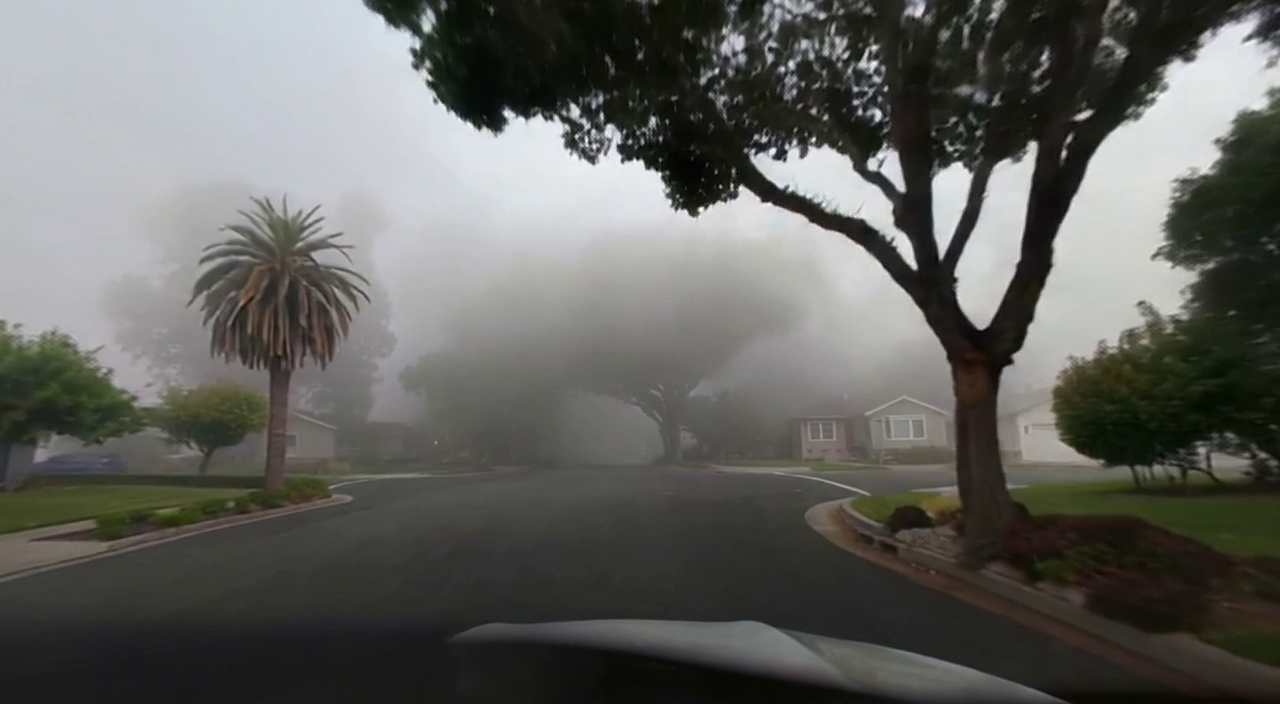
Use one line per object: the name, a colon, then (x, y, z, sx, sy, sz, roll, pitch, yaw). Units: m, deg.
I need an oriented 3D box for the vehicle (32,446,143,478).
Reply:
vehicle: (-30.216, 6.049, 34.677, 4.023, 1.692, 2.024, 0, -10, -2)
